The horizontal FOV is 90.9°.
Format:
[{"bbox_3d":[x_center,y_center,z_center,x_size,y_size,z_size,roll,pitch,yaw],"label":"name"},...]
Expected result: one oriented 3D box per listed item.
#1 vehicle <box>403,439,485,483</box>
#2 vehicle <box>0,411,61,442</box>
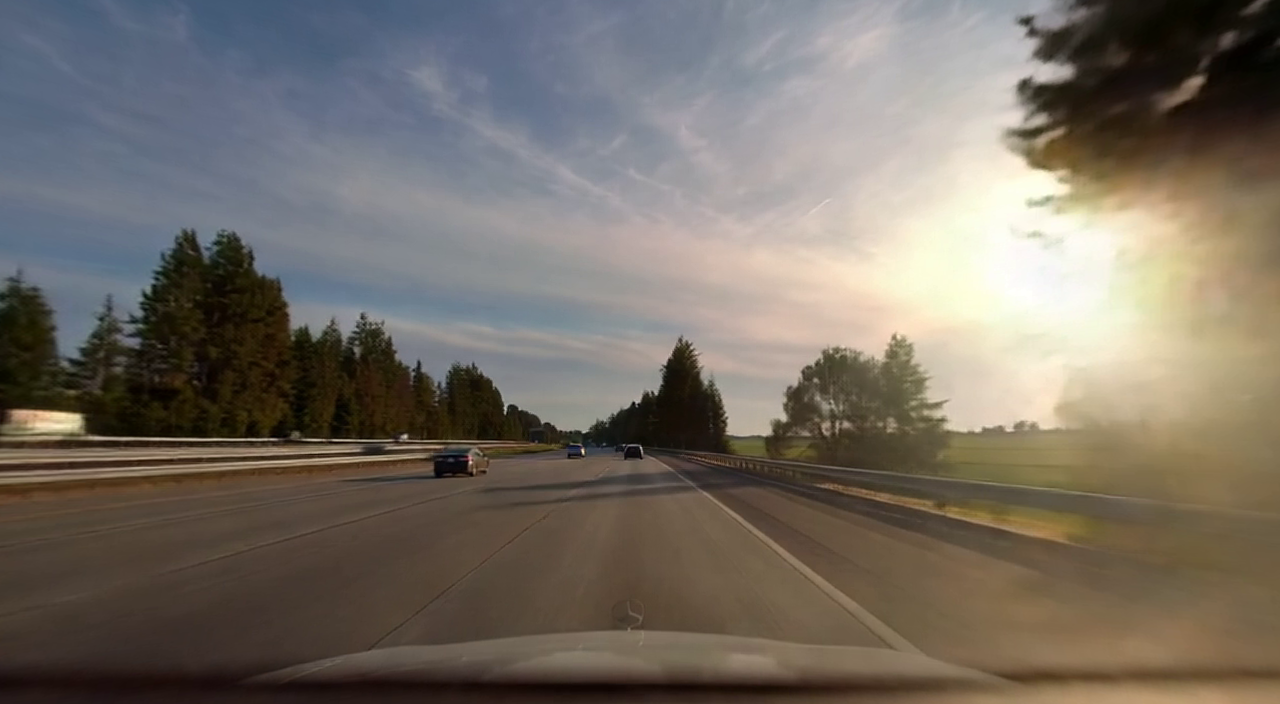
[{"bbox_3d":[-7.687,4.289,25.132,1.972,1.603,3.891,0,-8,0],"label":"vehicle"},{"bbox_3d":[-42.445,4.994,41.863,2.290,1.947,5.925,0,-8,0],"label":"vehicle"}]
